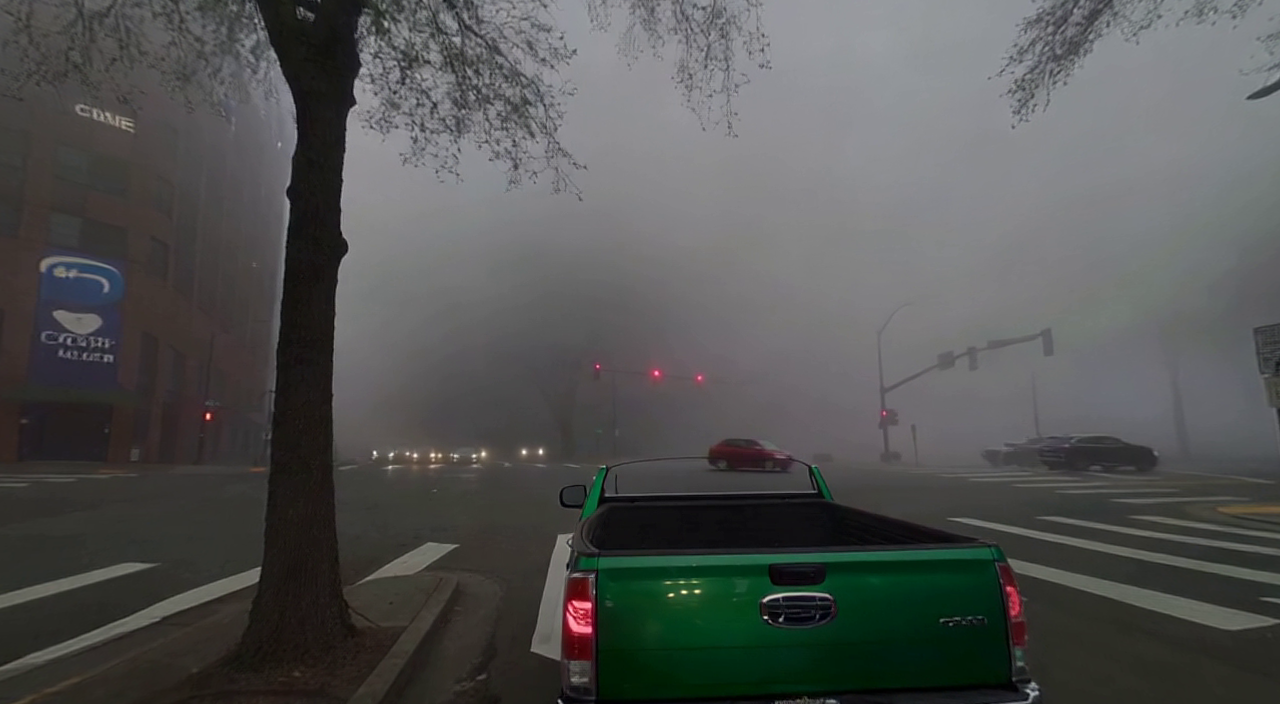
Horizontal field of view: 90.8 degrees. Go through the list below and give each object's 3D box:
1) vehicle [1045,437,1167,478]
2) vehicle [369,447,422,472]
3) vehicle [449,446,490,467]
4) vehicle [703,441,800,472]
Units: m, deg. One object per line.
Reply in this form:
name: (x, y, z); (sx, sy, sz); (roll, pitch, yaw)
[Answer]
vehicle: (23.810, 5.335, 32.271); (5.667, 1.927, 2.289); (4, -9, -23)
vehicle: (-16.259, 7.142, 42.240); (1.883, 1.586, 4.297); (0, -9, 0)
vehicle: (-12.618, 7.767, 47.091); (1.946, 1.474, 4.008); (0, -9, 0)
vehicle: (5.620, 5.266, 31.921); (4.457, 1.464, 1.879); (-4, -9, 24)
